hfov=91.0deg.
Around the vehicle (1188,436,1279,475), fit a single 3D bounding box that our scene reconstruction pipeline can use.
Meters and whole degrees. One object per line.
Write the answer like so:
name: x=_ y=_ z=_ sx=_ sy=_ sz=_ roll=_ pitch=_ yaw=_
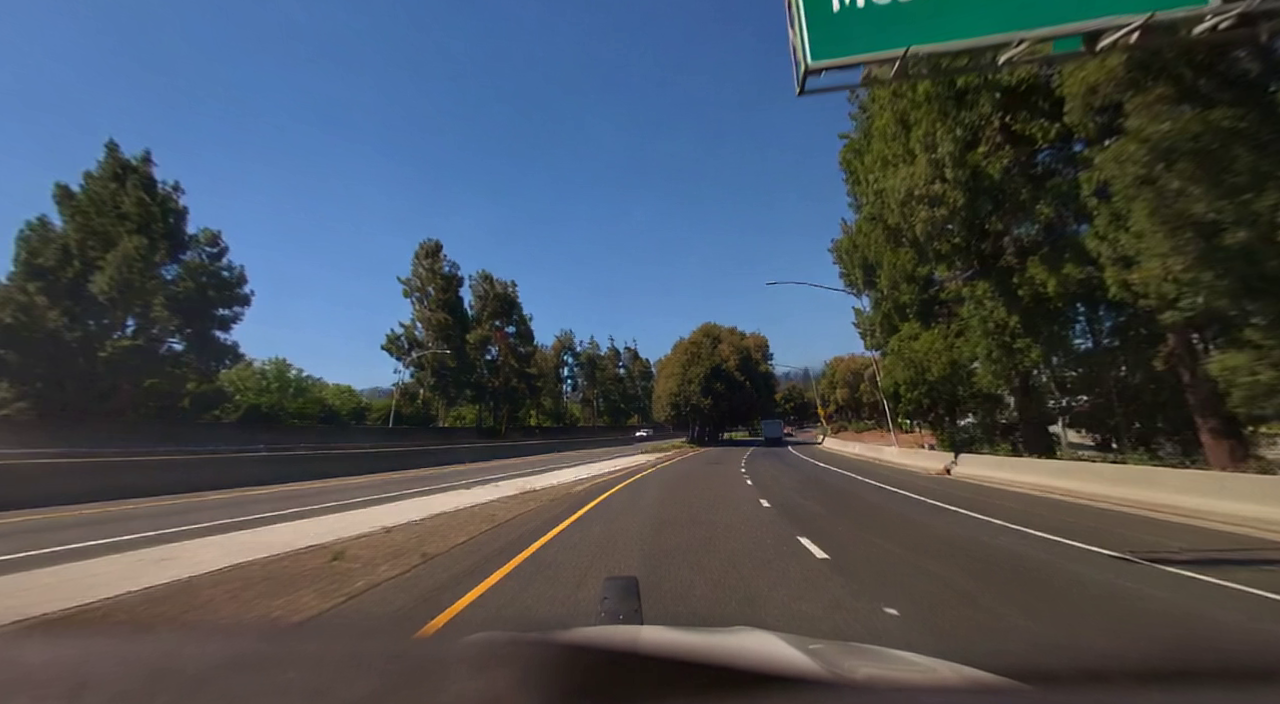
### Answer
vehicle: x=38.630 y=6.673 z=40.674 sx=2.193 sy=2.281 sz=5.602 roll=-3 pitch=-10 yaw=12
